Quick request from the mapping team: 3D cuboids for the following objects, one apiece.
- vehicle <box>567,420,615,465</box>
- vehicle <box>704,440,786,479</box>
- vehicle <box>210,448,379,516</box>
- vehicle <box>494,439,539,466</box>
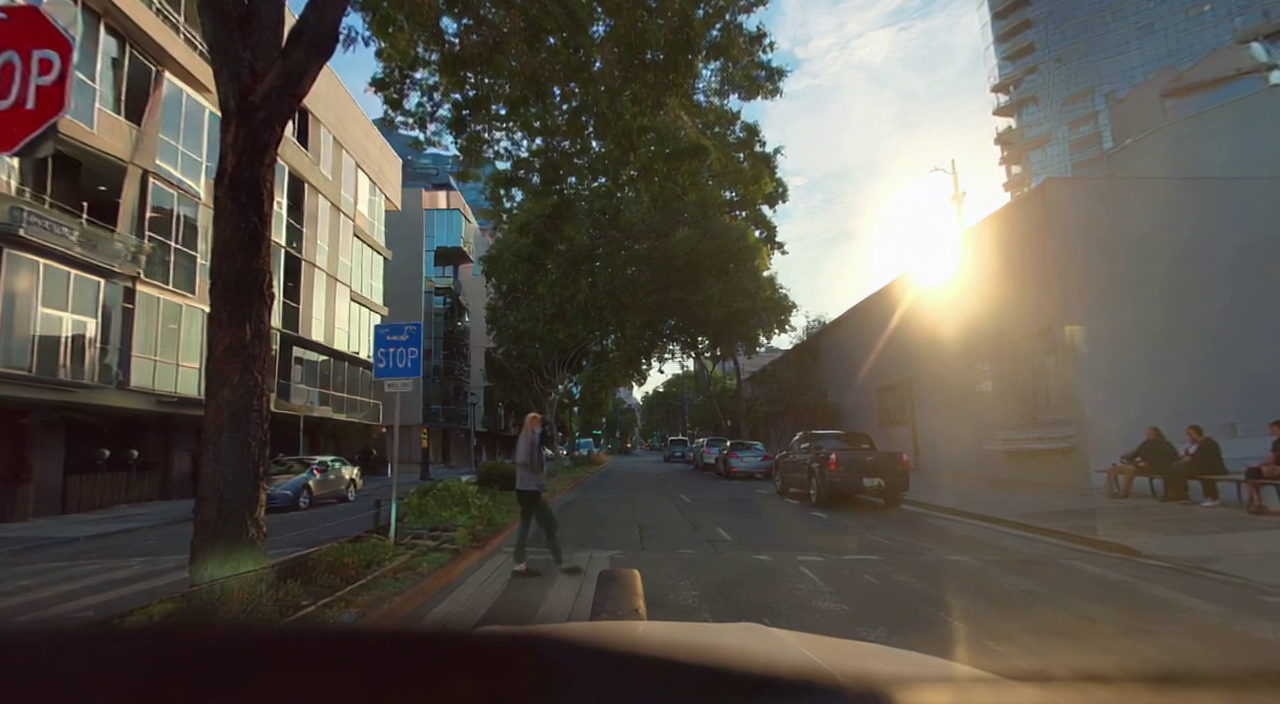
[{"bbox_3d":[-2.994,5.767,40.218,2.317,2.596,6.053,0,-8,3],"label":"vehicle"},{"bbox_3d":[4.590,4.565,27.113,1.858,1.491,4.329,-5,-10,33],"label":"vehicle"},{"bbox_3d":[-8.799,3.305,16.638,2.007,1.503,4.343,0,-8,-1],"label":"vehicle"},{"bbox_3d":[-8.853,7.253,45.733,2.256,1.802,4.333,0,-8,2],"label":"vehicle"}]
